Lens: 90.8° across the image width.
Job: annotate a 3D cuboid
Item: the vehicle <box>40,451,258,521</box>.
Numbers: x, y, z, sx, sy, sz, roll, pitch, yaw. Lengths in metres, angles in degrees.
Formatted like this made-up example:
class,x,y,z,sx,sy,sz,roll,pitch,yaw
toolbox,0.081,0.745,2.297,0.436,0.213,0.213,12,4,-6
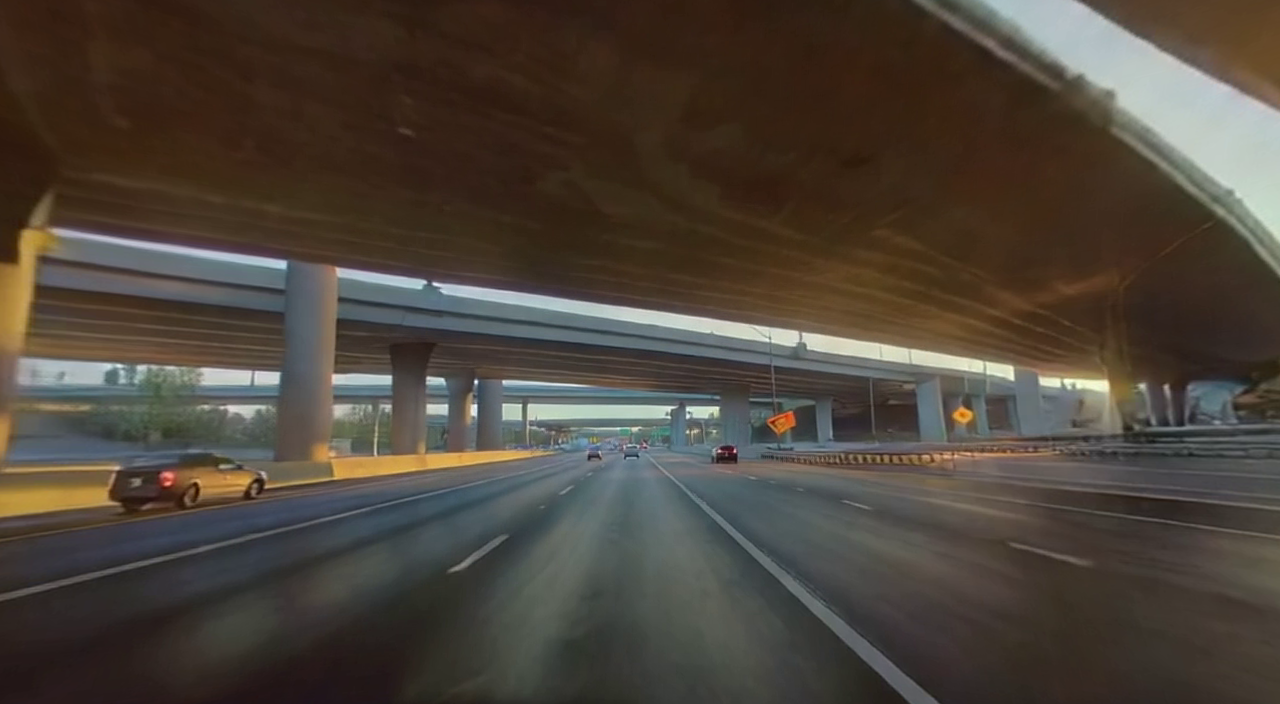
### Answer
class,x,y,z,sx,sy,sz,roll,pitch,yaw
vehicle,-11.455,3.107,15.217,1.861,1.373,4.211,0,-8,0
